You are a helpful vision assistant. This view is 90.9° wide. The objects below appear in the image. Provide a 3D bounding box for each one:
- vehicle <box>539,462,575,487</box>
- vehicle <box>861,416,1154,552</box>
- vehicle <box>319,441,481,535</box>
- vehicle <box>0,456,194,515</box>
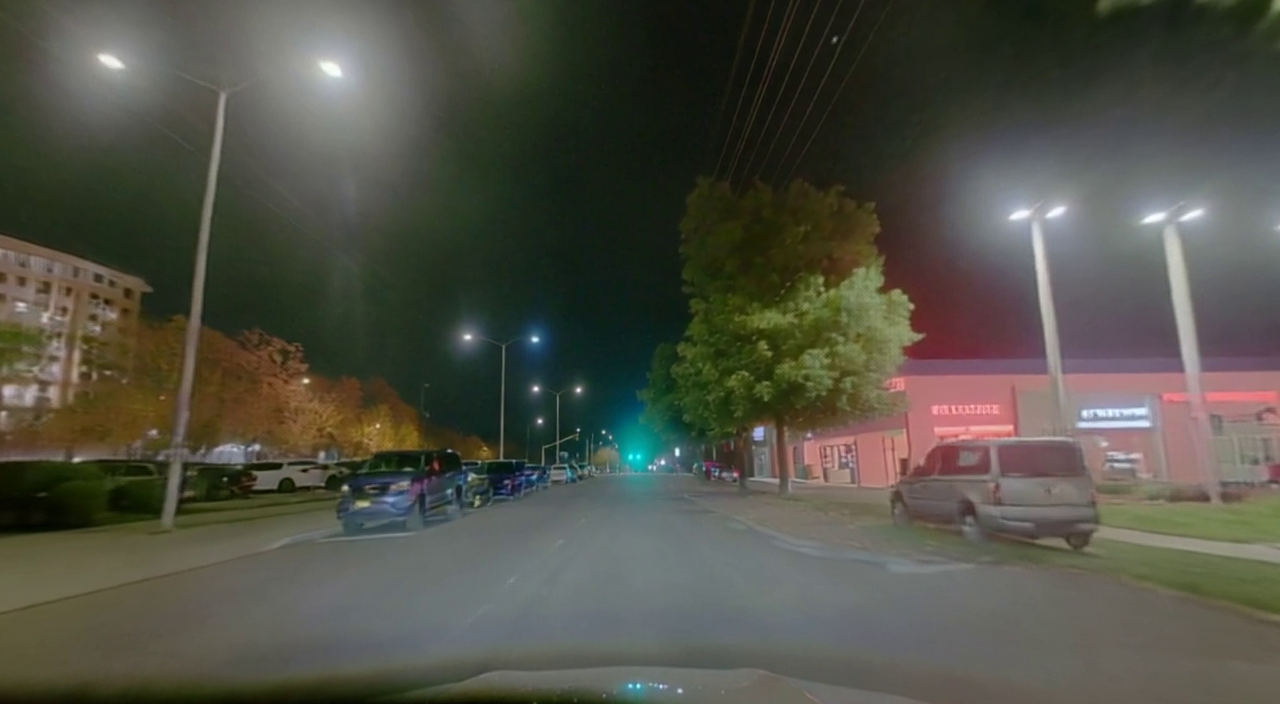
[{"bbox_3d":[-5.651,8.429,43.542,1.832,1.623,4.424,0,-10,0],"label":"vehicle"},{"bbox_3d":[5.717,2.171,10.755,2.054,1.779,4.650,1,-10,-2],"label":"vehicle"},{"bbox_3d":[-5.871,3.437,16.400,2.196,2.001,5.548,1,-10,-2],"label":"vehicle"},{"bbox_3d":[-16.606,4.042,19.259,4.368,1.645,1.950,0,-10,1],"label":"vehicle"}]
